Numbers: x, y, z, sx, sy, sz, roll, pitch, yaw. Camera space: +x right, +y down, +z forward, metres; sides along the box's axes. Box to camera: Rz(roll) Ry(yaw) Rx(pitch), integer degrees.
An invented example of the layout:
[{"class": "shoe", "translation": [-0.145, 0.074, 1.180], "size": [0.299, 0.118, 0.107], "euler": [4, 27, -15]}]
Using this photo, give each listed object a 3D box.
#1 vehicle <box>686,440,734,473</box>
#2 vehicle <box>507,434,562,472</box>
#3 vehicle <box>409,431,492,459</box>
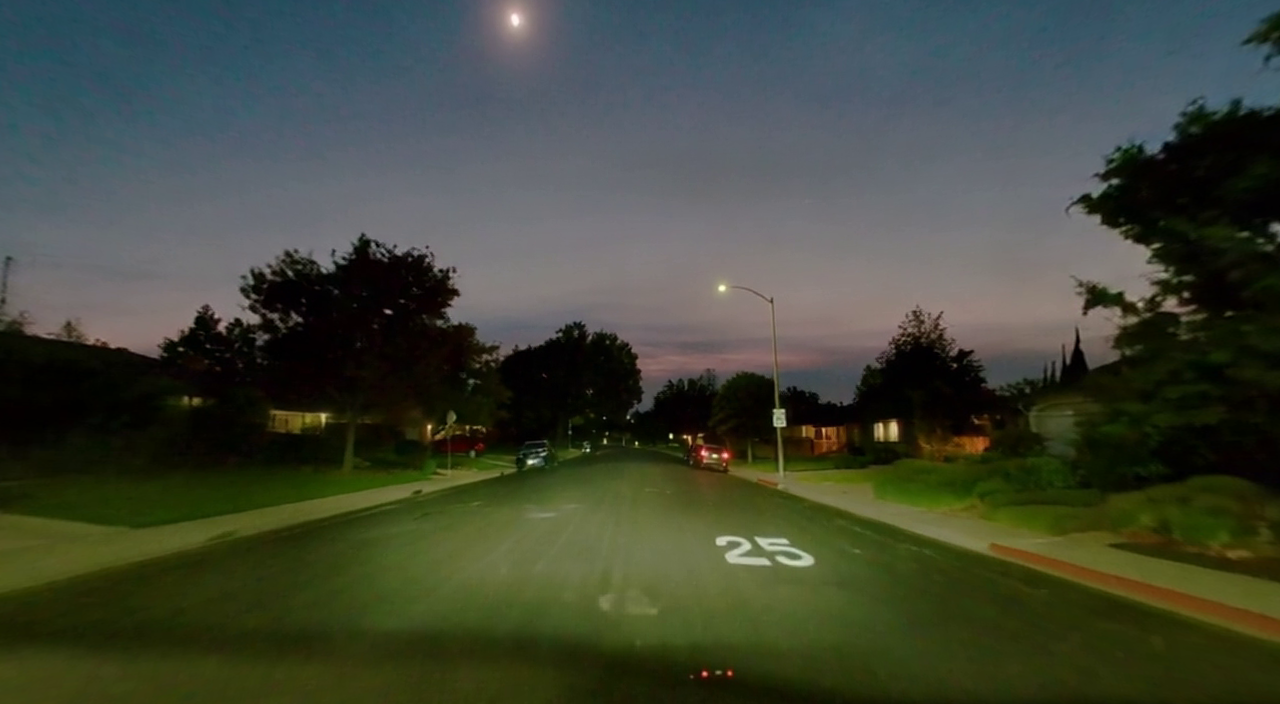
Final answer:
[{"class": "vehicle", "translation": [3.845, 5.844, 35.432], "size": [2.033, 1.730, 4.554], "euler": [0, -9, -2]}, {"class": "vehicle", "translation": [-5.937, 5.781, 36.235], "size": [2.322, 1.949, 5.695], "euler": [-1, -9, -1]}, {"class": "vehicle", "translation": [-12.970, 6.393, 43.430], "size": [5.024, 1.903, 2.102], "euler": [0, -9, 1]}]
